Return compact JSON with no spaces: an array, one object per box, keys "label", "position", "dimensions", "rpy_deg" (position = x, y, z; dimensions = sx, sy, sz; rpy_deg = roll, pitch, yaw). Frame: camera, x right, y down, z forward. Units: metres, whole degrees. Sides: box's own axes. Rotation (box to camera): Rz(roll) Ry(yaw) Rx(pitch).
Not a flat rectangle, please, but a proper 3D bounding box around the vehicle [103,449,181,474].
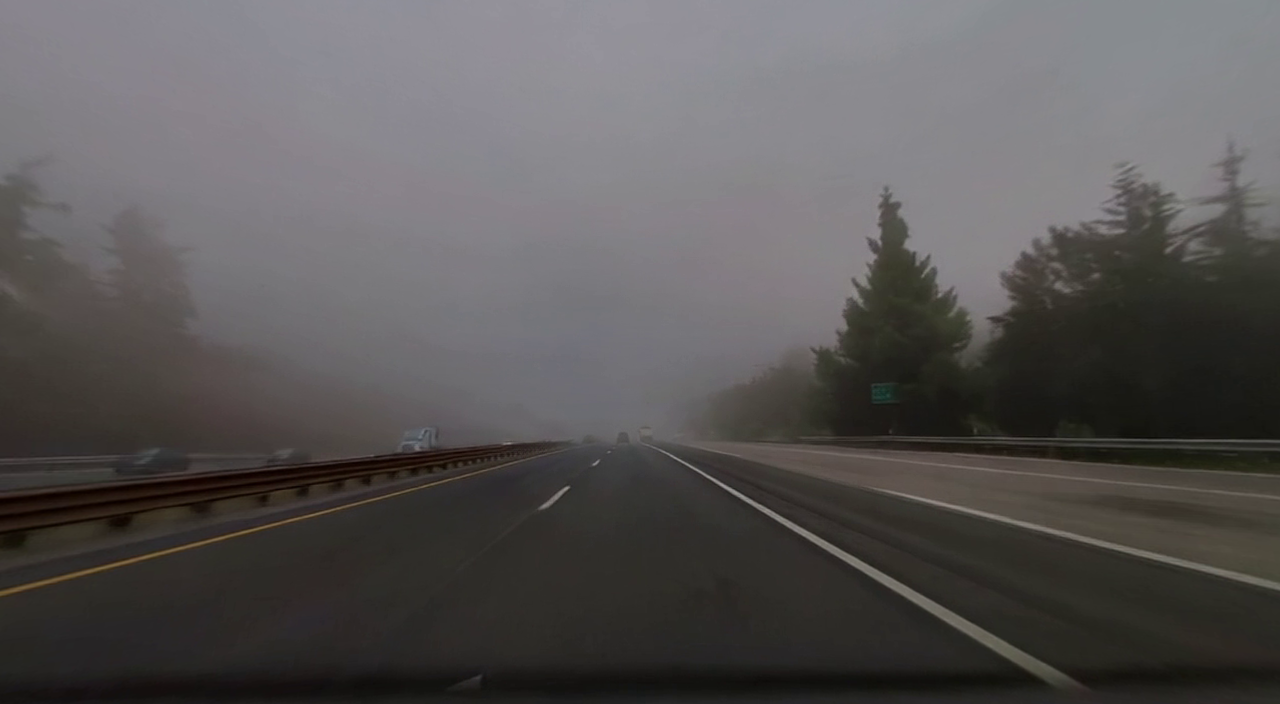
[{"label":"vehicle","position":[-31.014,6.821,39.406],"dimensions":[1.730,1.421,3.981],"rpy_deg":[0,-8,-2]}]
